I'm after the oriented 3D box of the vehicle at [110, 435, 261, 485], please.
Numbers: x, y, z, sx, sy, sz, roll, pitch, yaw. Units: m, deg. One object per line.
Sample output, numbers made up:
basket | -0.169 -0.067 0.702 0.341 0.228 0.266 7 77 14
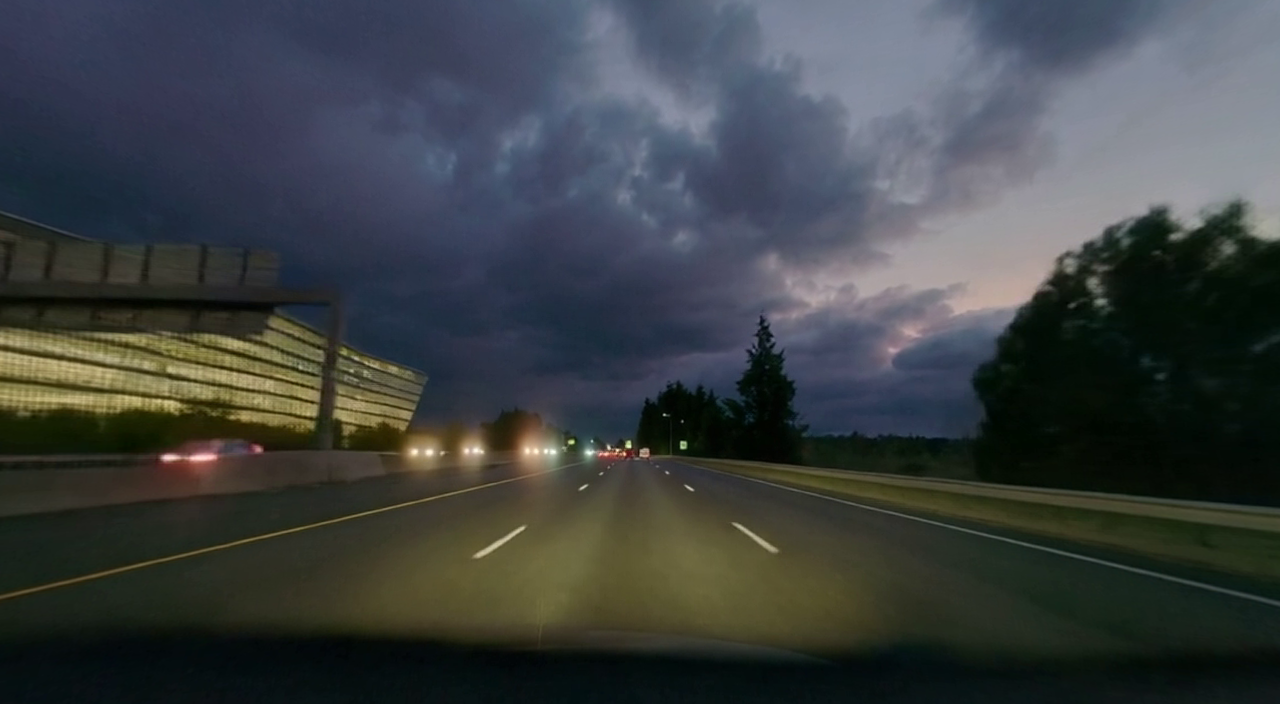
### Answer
vehicle | -14.946 3.585 21.096 1.797 1.477 4.388 0 -9 -1
